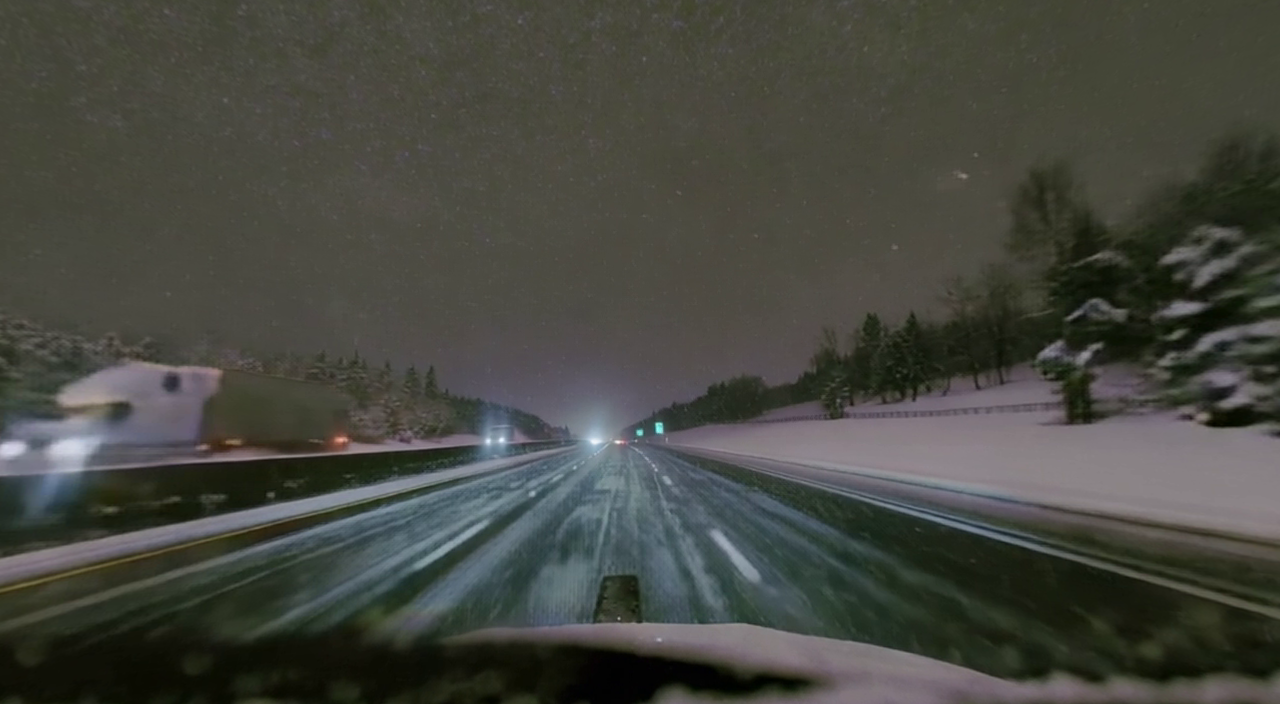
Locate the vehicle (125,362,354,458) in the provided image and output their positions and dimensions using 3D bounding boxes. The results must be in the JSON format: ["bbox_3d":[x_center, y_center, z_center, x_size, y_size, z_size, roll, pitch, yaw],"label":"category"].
[{"bbox_3d":[-20.217,3.418,33.785,3.439,4.086,14.035,0,-8,-2],"label":"vehicle"}]

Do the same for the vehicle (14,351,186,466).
[{"bbox_3d":[-20.034,2.164,23.612,3.272,4.006,3.193,1,-7,0],"label":"vehicle"}]
